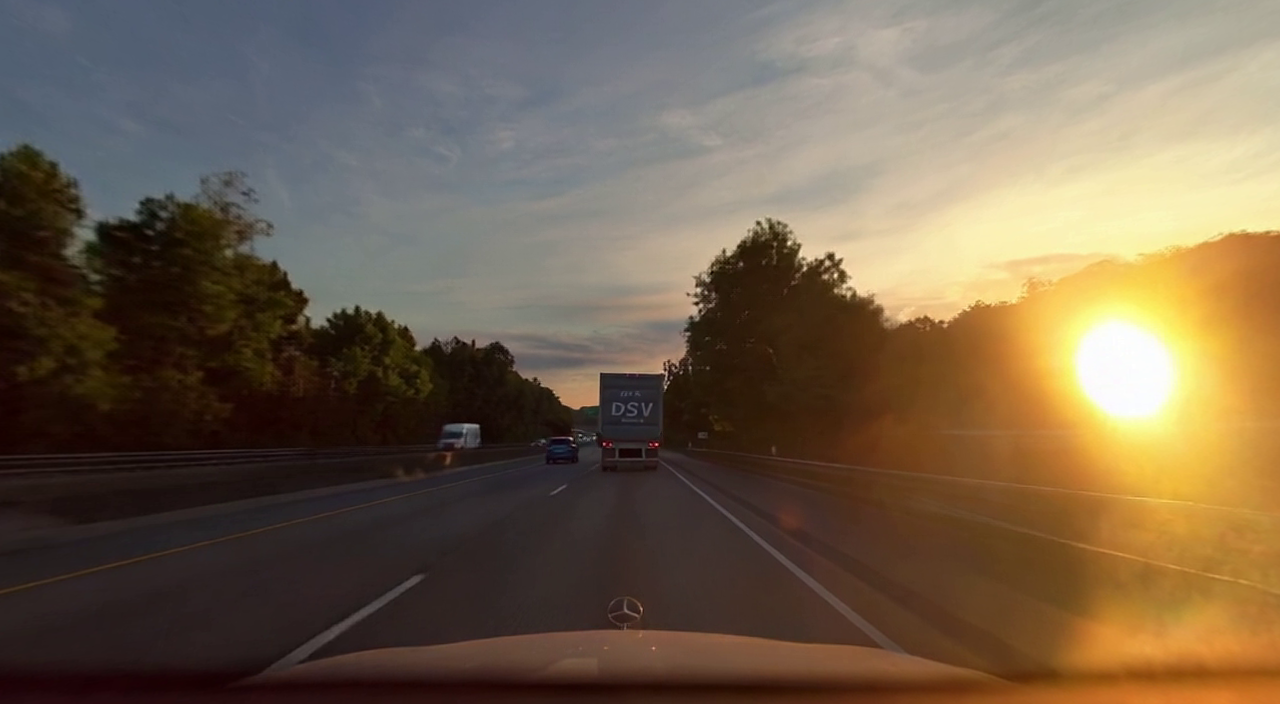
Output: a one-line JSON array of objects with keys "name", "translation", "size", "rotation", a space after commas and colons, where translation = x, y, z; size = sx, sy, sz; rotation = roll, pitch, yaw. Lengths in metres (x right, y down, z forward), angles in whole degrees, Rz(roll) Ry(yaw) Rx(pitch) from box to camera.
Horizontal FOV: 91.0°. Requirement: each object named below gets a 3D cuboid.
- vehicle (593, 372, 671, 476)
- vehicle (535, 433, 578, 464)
[{"name": "vehicle", "translation": [-0.421, 3.472, 29.341], "size": [2.969, 3.957, 10.270], "rotation": [0, -8, -1]}, {"name": "vehicle", "translation": [-5.058, 5.904, 38.740], "size": [2.086, 1.778, 4.544], "rotation": [0, -8, 0]}]
